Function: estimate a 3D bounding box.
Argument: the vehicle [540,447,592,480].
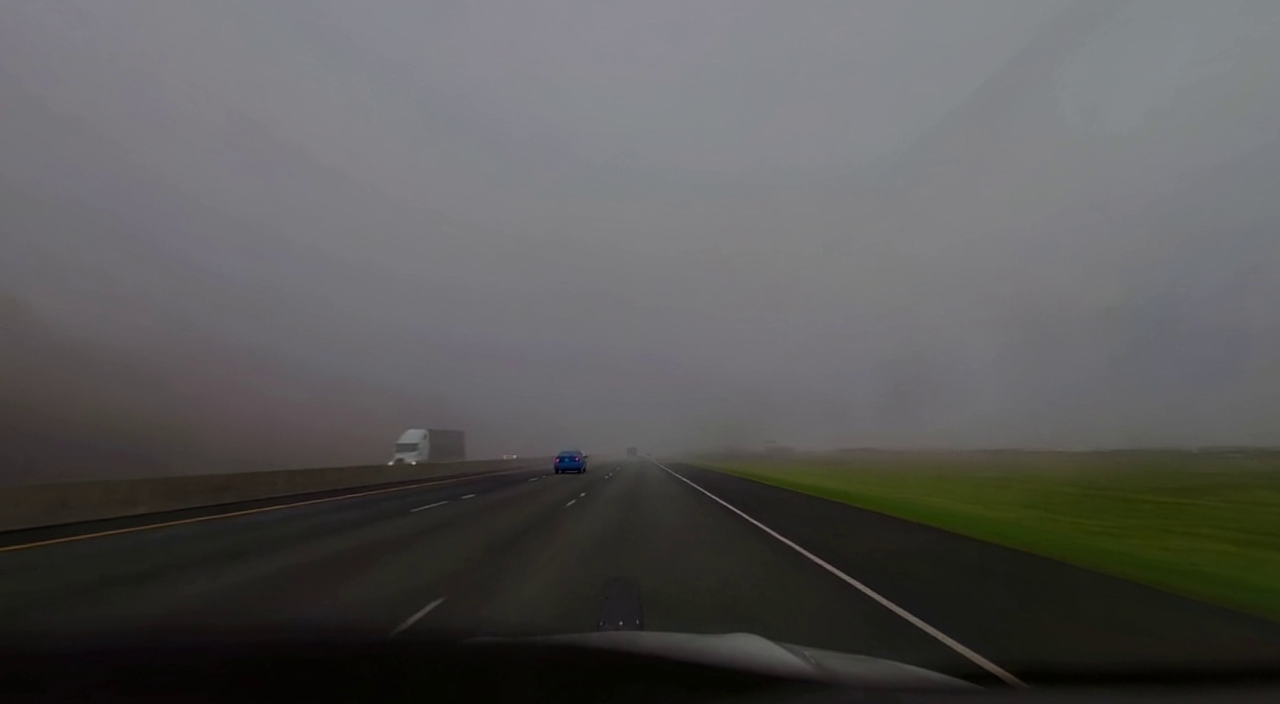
[{"bbox_3d":[-3.627,5.556,31.714,2.121,1.537,3.852,0,-9,0],"label":"vehicle"}]
